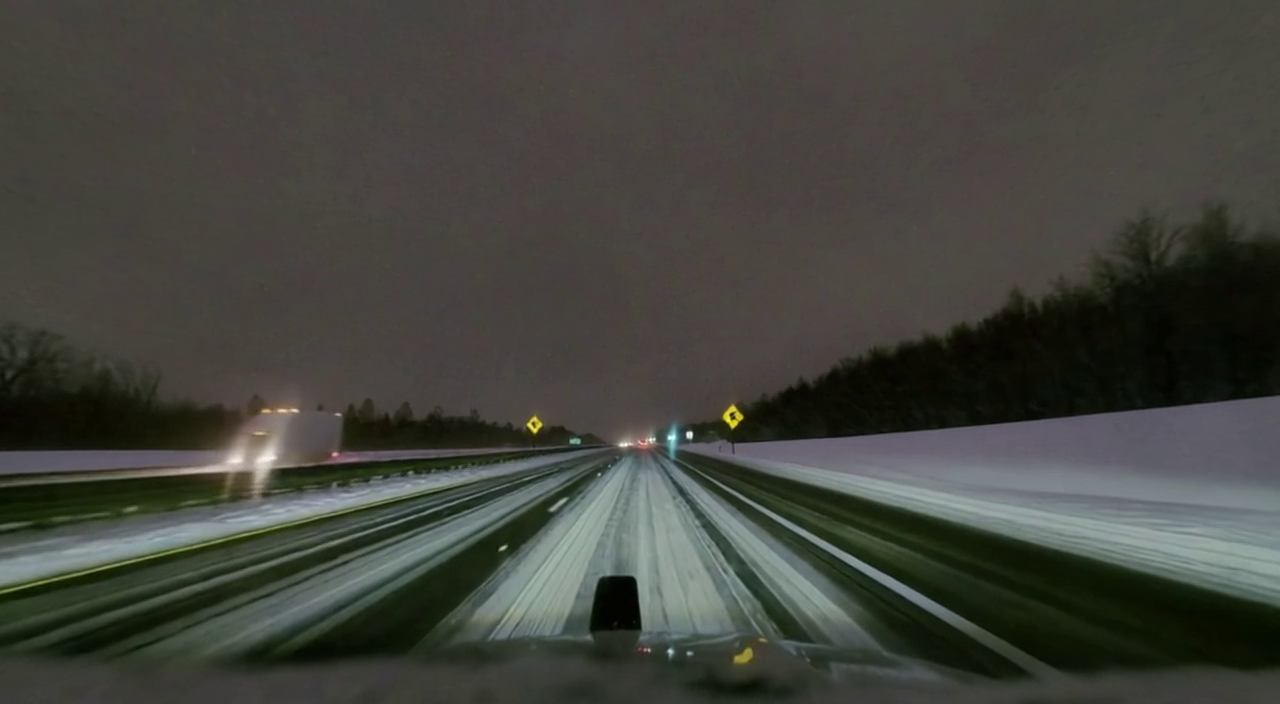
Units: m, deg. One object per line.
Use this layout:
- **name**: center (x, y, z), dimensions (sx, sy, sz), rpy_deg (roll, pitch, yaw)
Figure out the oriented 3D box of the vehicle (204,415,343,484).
- **vehicle**: center (-15.934, 4.285, 27.982), dimensions (2.344, 2.645, 6.259), rpy_deg (-1, -8, 1)
